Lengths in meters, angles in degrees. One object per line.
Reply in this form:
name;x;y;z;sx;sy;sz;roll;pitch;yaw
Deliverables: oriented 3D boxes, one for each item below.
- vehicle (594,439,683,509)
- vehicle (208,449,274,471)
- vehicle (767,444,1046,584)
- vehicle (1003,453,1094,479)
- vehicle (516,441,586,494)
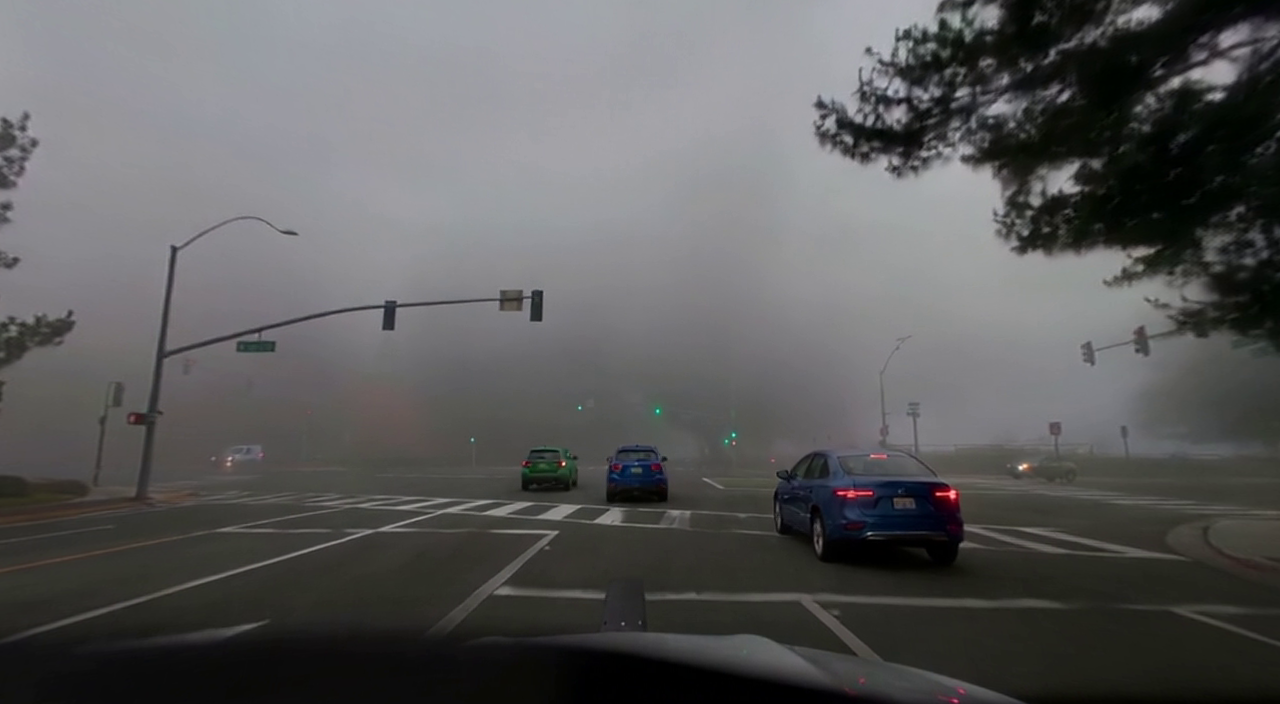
vehicle;-0.011;3.232;17.182;2.108;1.654;4.235;0;-8;1
vehicle;-31.318;8.450;49.292;4.422;1.605;1.955;-3;-9;20
vehicle;3.290;2.063;8.993;2.056;1.468;4.520;0;-8;1
vehicle;27.864;7.794;43.013;4.705;1.631;2.053;-3;-9;16
vehicle;-2.979;3.951;21.871;1.987;1.633;4.005;0;-8;-2
